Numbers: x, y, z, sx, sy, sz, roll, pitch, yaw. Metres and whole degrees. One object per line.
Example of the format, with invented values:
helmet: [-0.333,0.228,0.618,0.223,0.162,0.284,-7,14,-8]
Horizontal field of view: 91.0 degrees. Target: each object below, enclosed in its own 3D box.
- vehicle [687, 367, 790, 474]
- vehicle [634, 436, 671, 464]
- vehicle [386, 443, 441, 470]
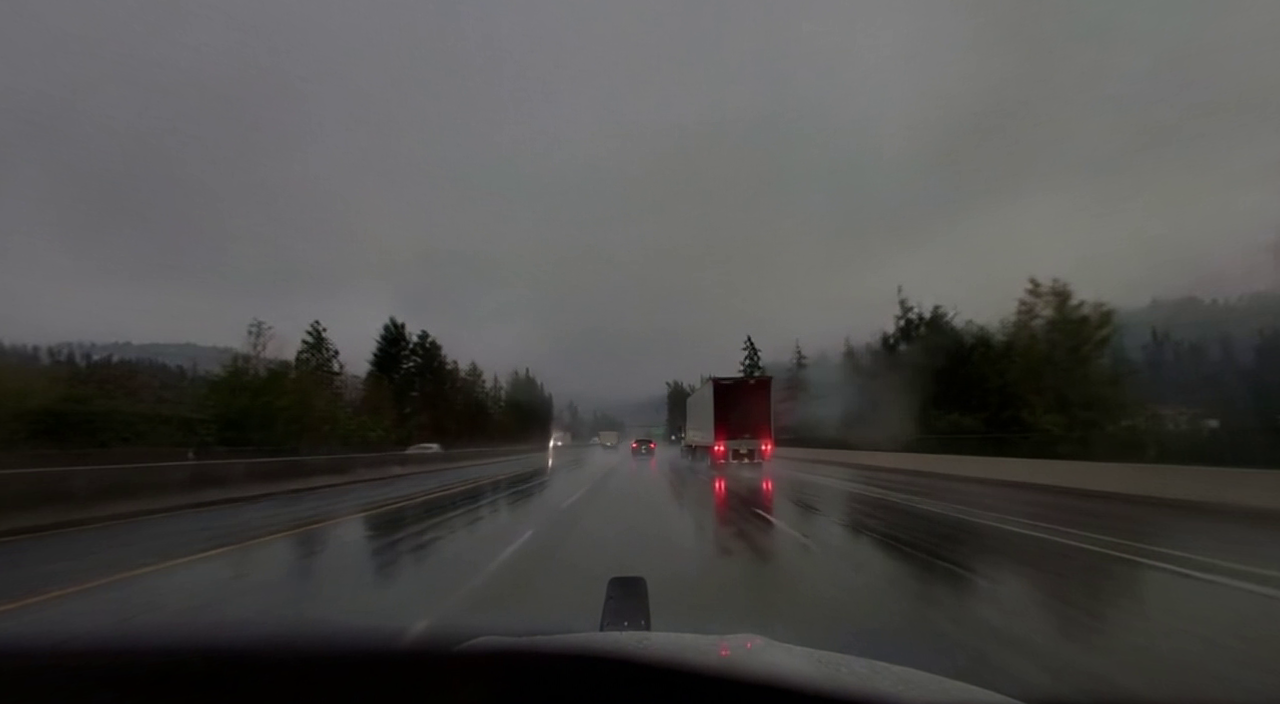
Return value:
vehicle: [4.340,3.629,31.545,3.005,4.131,14.221,0,-8,0]
vehicle: [0.730,6.034,38.965,2.139,1.607,4.034,0,-8,0]
vehicle: [-13.982,6.426,39.071,1.870,1.555,4.135,0,-8,0]
